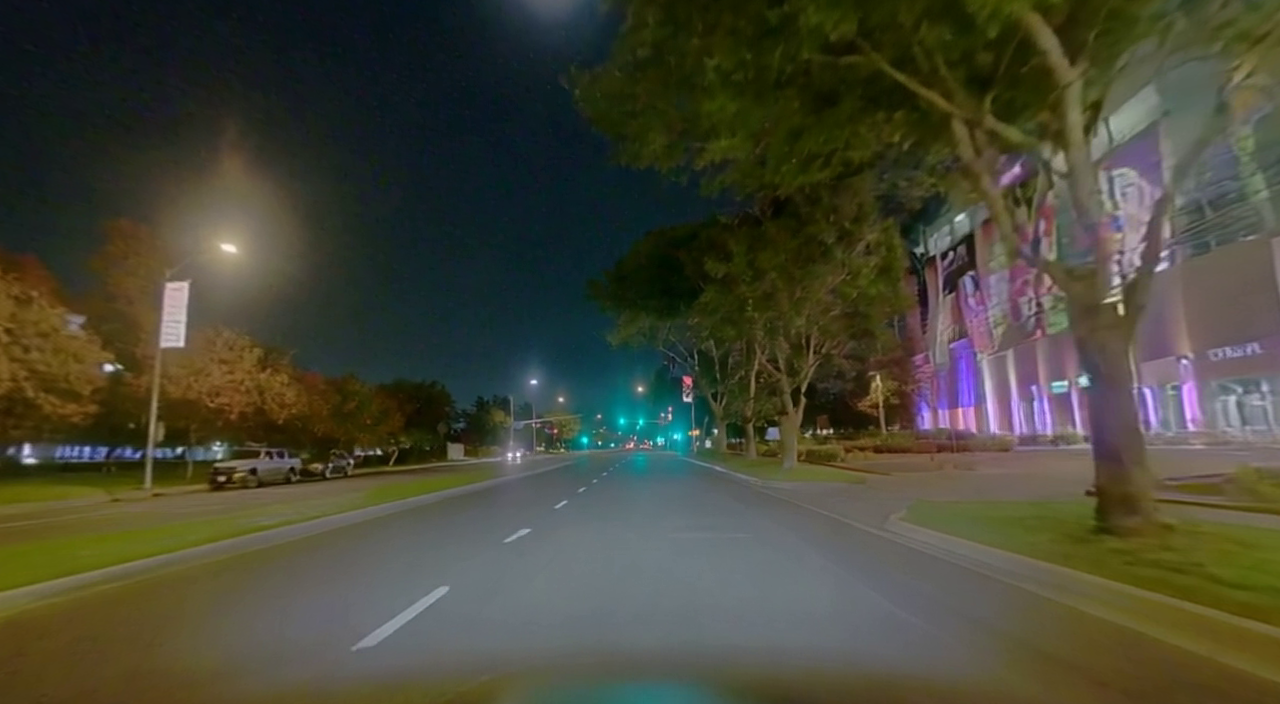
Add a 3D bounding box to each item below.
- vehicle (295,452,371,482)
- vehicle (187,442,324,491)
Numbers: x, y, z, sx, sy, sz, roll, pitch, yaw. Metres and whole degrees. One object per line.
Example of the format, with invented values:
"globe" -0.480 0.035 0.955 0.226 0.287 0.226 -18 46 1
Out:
"vehicle" -17.581 6.586 36.199 1.933 1.521 4.771 0 -9 0
"vehicle" -17.436 5.174 28.977 2.617 1.997 5.830 0 -9 0
